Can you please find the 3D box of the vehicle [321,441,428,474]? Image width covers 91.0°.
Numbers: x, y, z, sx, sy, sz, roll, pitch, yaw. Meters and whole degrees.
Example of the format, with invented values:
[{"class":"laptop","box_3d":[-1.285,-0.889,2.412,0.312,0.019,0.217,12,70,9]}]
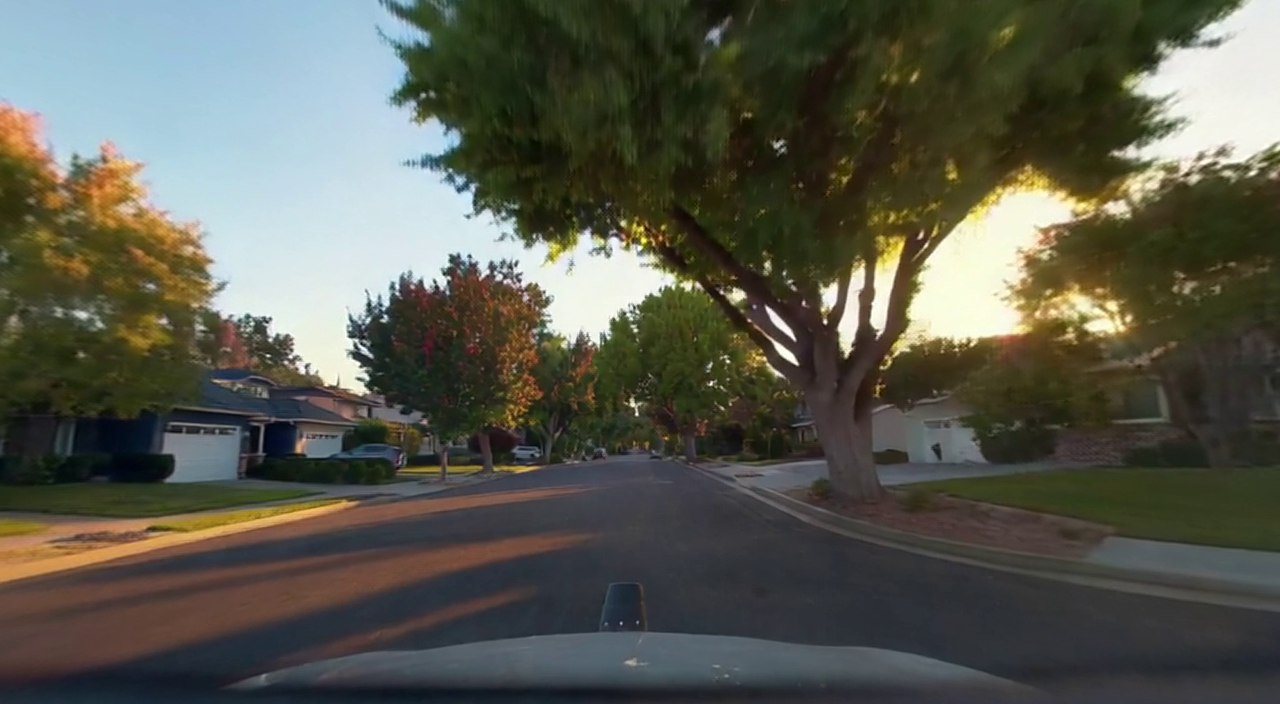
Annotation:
[{"class":"vehicle","box_3d":[-14.217,5.664,33.889,4.850,1.676,1.920,0,-9,3]}]
